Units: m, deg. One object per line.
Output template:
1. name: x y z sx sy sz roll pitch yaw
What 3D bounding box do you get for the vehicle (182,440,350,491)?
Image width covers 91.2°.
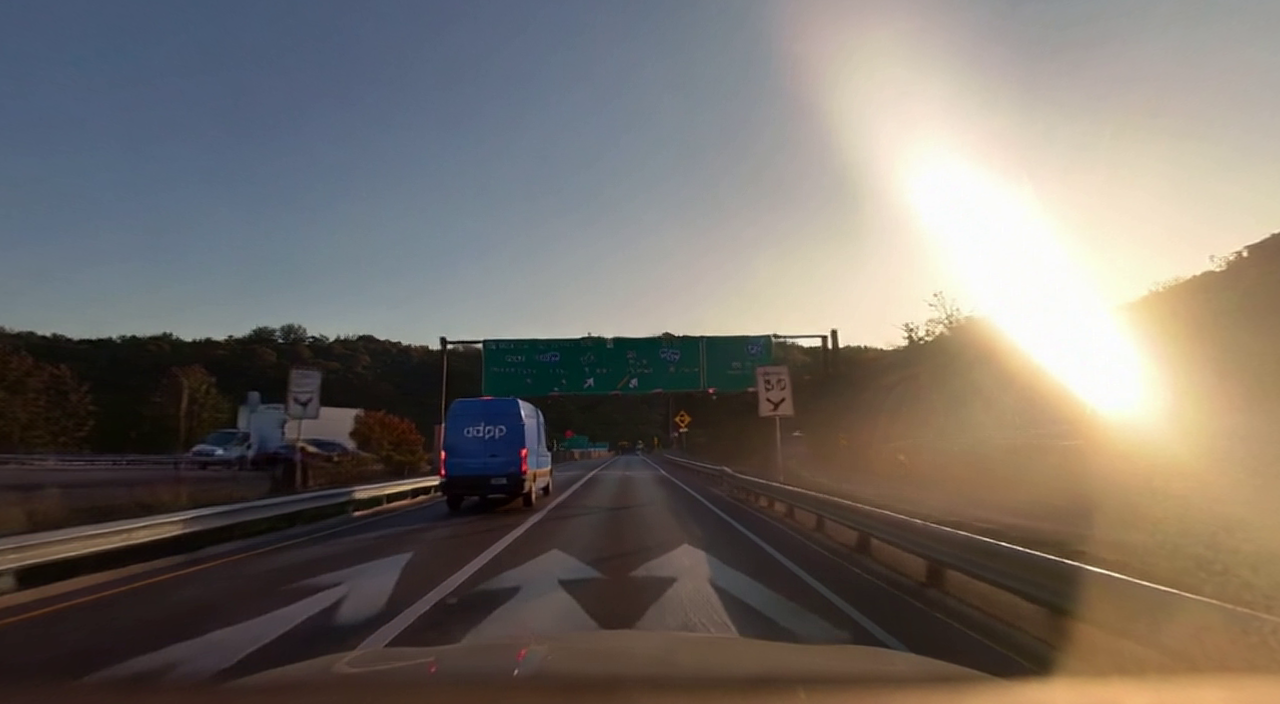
1. vehicle: -12.359 3.766 21.070 4.396 1.557 1.952 2 -9 -15

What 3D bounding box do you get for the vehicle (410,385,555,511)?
1. vehicle: -3.783 2.556 16.786 2.463 2.640 7.034 0 -9 -4
